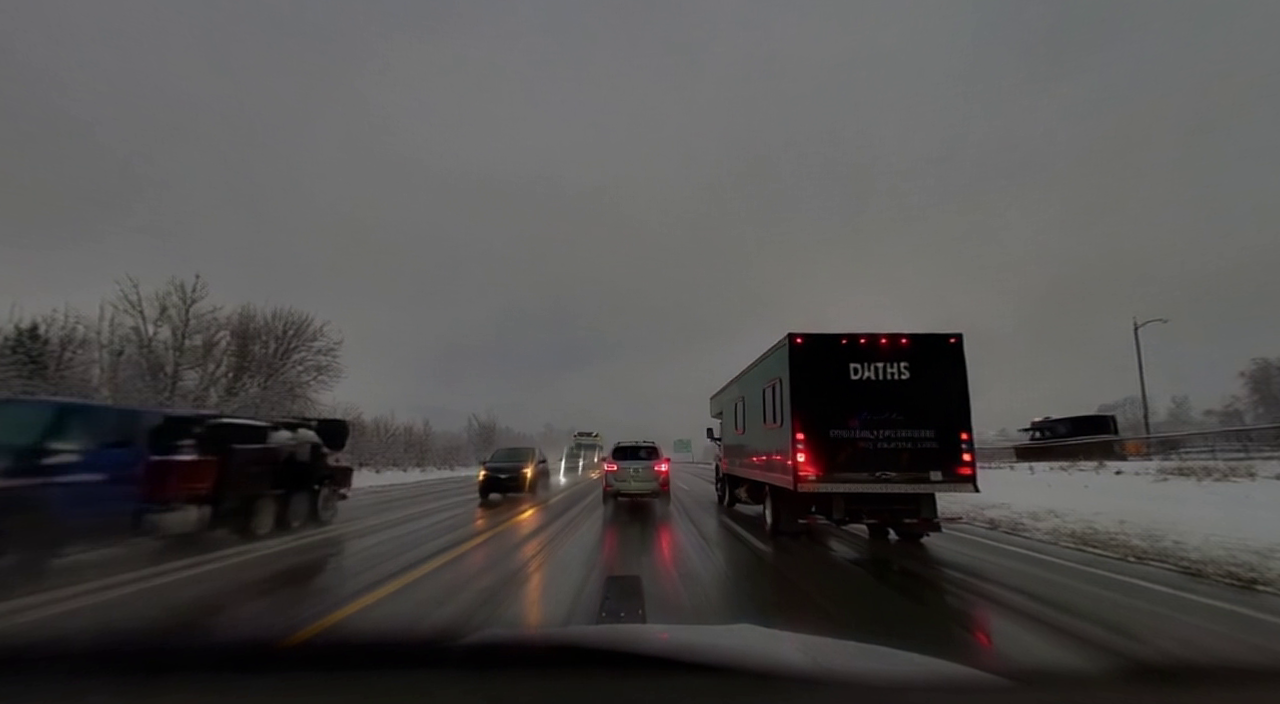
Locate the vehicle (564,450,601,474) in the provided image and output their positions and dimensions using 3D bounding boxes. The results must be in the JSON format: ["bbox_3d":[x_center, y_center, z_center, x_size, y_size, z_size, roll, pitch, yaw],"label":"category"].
[{"bbox_3d":[-3.641,7.042,40.652,1.933,1.465,3.898,0,-9,2],"label":"vehicle"}]

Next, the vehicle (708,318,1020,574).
[{"bbox_3d":[2.951,1.596,10.945,2.533,2.942,7.280,0,-9,-1],"label":"vehicle"}]

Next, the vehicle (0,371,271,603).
[{"bbox_3d":[-6.901,1.483,7.364,2.155,2.087,4.882,0,-9,1],"label":"vehicle"}]

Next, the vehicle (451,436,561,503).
[{"bbox_3d":[-3.685,3.331,18.250,2.098,1.659,4.432,0,-9,1],"label":"vehicle"}]

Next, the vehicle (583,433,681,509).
[{"bbox_3d":[-0.161,3.018,16.404,2.201,1.719,4.058,0,-9,1],"label":"vehicle"}]
